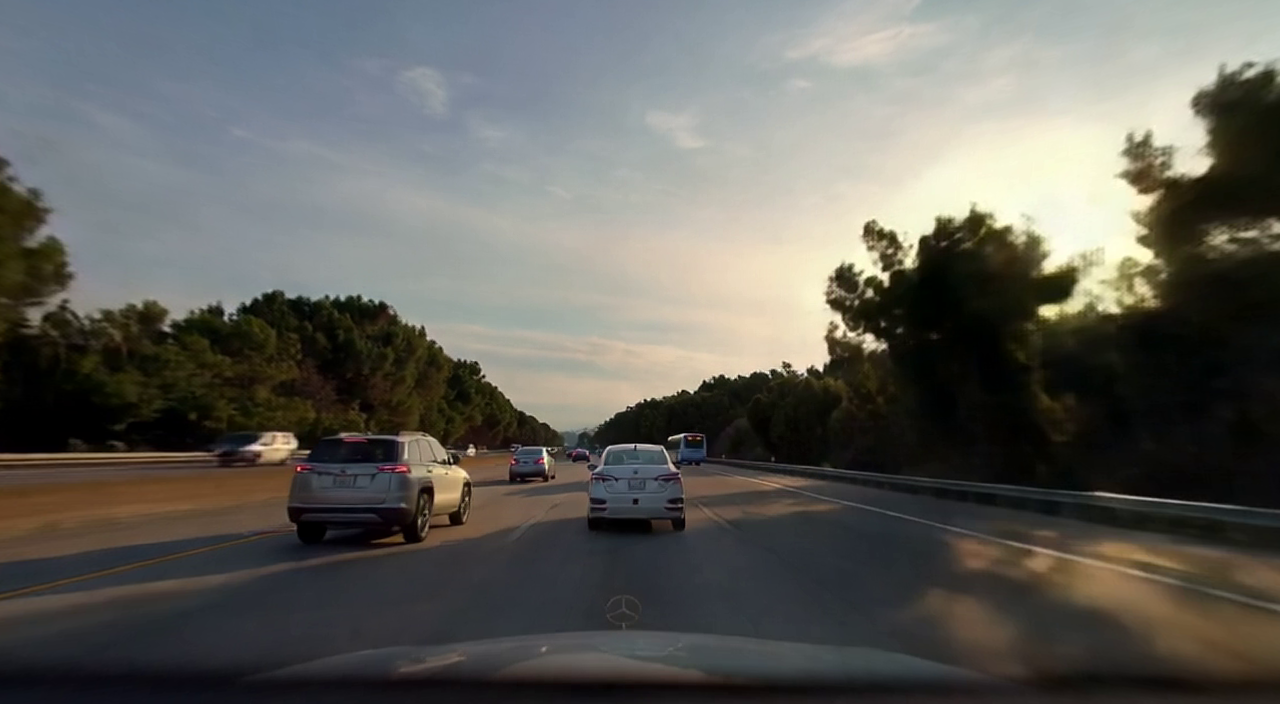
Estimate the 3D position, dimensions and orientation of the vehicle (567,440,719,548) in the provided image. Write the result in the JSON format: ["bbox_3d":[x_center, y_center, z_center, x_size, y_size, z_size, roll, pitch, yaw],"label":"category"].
[{"bbox_3d":[-0.024,2.317,10.955,2.120,1.478,4.179,0,-9,-2],"label":"vehicle"}]

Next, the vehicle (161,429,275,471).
[{"bbox_3d":[-16.452,3.858,24.828,1.860,1.508,3.854,0,-9,-2],"label":"vehicle"}]

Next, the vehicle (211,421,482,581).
[{"bbox_3d":[-3.683,1.927,8.916,1.830,1.703,4.142,0,-9,0],"label":"vehicle"}]

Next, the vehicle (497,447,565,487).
[{"bbox_3d":[-4.369,4.675,25.902,2.122,1.491,3.800,0,-9,0],"label":"vehicle"}]
